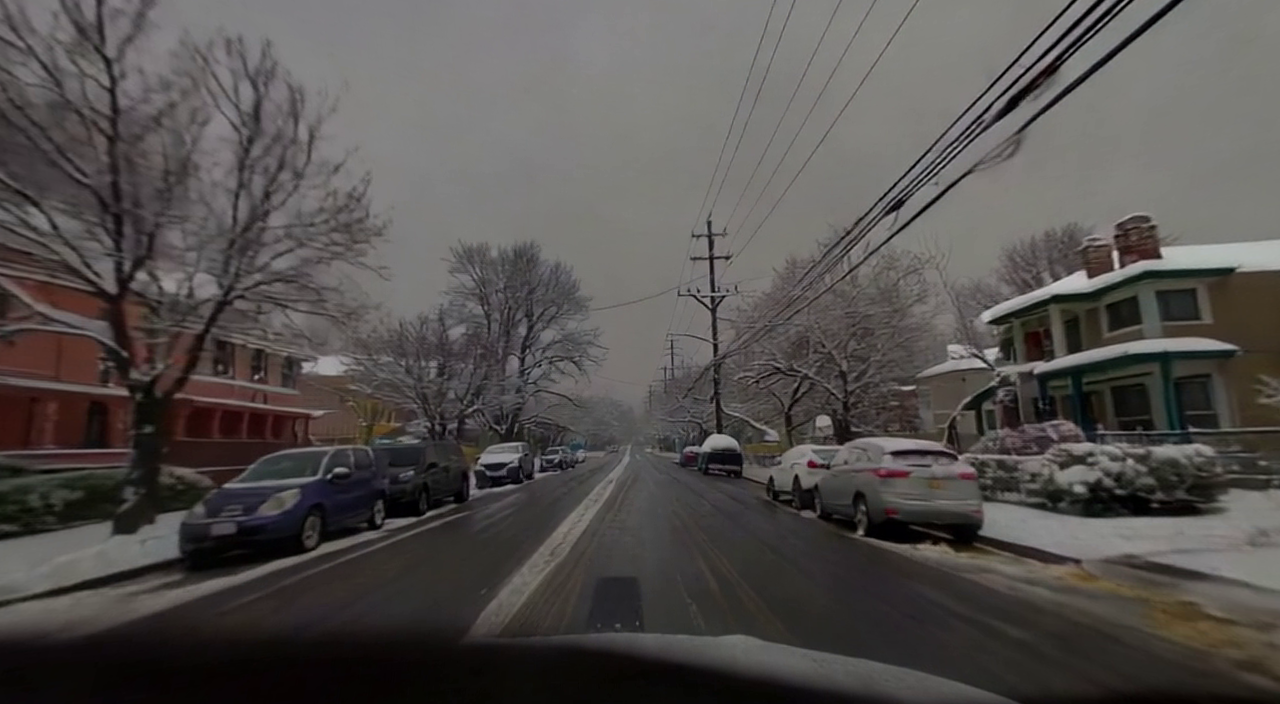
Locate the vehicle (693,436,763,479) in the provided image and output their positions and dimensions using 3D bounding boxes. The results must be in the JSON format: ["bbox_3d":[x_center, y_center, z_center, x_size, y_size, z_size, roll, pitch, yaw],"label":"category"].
[{"bbox_3d":[4.054,4.977,30.181,2.279,1.848,5.577,1,-9,-3],"label":"vehicle"}]

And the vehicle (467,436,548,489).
[{"bbox_3d":[-5.502,4.611,27.006,2.285,1.895,5.883,-2,-8,-1],"label":"vehicle"}]

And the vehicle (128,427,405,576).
[{"bbox_3d":[-5.427,2.145,9.968,1.873,1.709,4.206,-4,-8,-1],"label":"vehicle"}]

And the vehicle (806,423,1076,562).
[{"bbox_3d":[4.177,2.007,9.867,1.979,1.620,4.684,0,-8,1],"label":"vehicle"}]
